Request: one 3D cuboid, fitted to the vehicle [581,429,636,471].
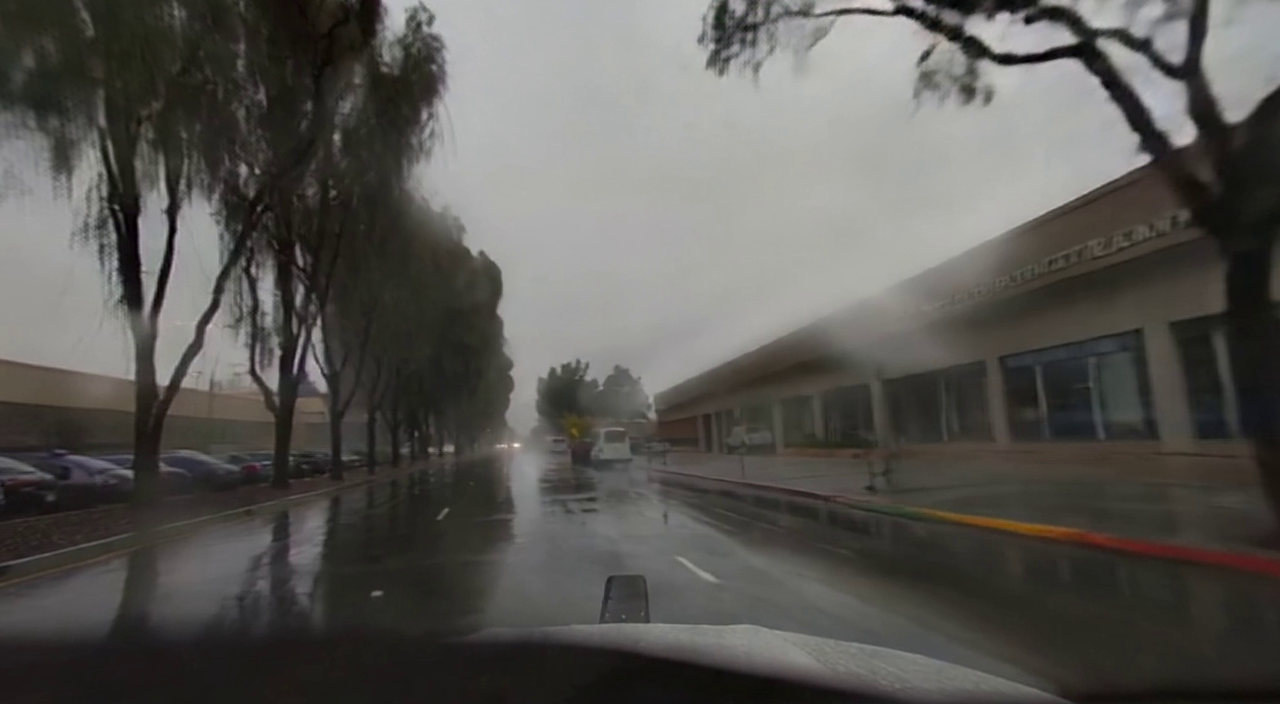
[{"bbox_3d":[-2.142,6.307,40.879,2.596,2.509,6.178,1,-8,-12],"label":"vehicle"}]

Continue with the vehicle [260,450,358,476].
[{"bbox_3d":[-21.889,7.353,41.941,5.269,1.491,2.133,1,-8,-10],"label":"vehicle"}]
